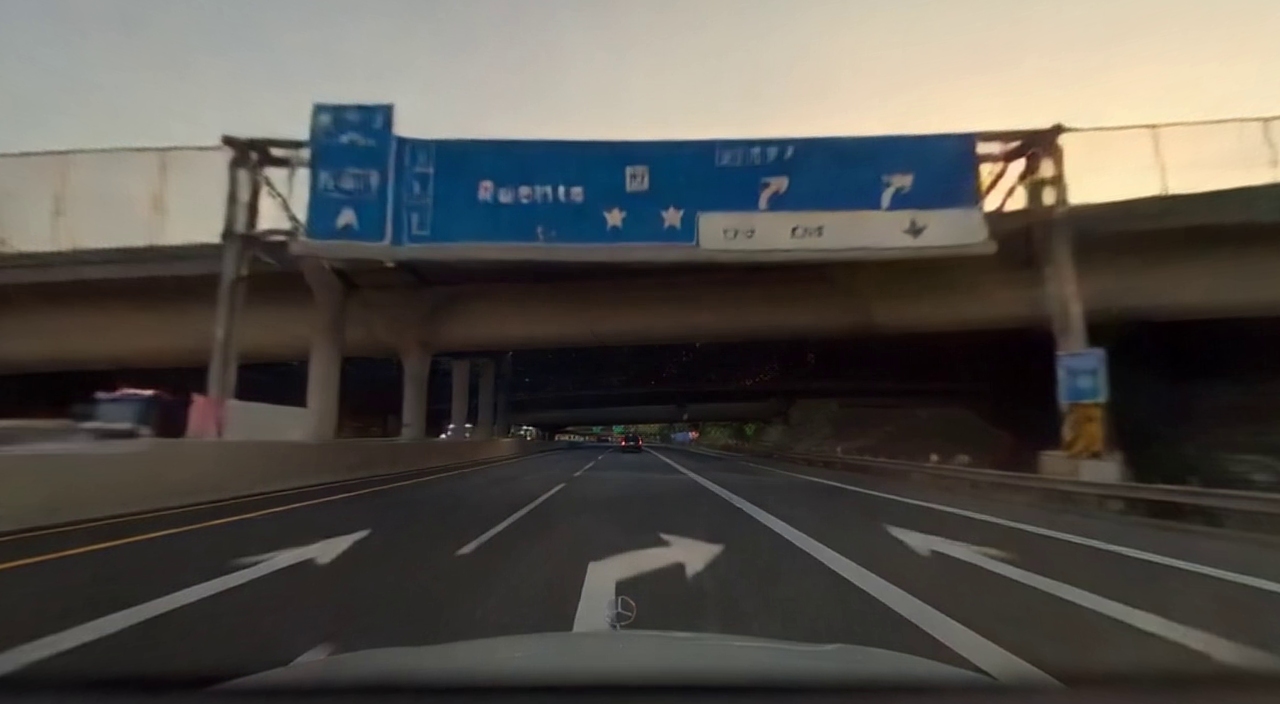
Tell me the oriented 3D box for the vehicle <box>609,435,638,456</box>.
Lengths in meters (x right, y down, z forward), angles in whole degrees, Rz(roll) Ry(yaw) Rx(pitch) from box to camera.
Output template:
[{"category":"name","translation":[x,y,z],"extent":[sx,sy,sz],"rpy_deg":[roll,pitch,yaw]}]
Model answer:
[{"category":"vehicle","translation":[-1.242,6.954,46.976],"extent":[2.025,1.519,3.924],"rpy_deg":[0,-8,-2]}]

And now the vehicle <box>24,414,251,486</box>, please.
[{"category":"vehicle","translation":[-12.502,2.478,16.186],"extent":[1.927,1.559,4.766],"rpy_deg":[0,-8,-1]}]
